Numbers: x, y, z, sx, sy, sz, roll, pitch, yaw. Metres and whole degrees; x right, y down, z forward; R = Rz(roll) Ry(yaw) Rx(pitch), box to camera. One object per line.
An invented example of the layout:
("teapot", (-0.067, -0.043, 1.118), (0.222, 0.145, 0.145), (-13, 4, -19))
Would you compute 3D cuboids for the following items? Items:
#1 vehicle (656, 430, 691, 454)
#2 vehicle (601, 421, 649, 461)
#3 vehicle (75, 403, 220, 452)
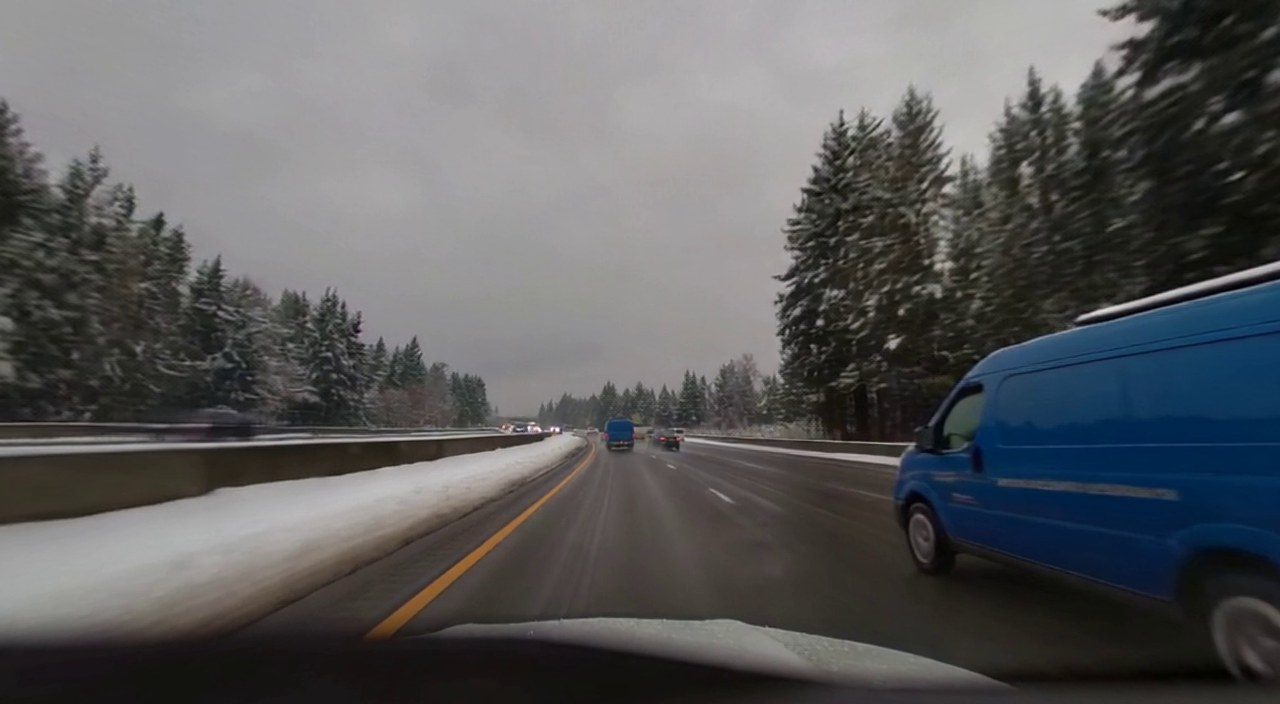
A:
("vehicle", (2.285, 6.251, 44.040), (1.996, 1.589, 3.715), (1, -8, -4))
("vehicle", (-0.856, 4.770, 33.953), (2.403, 1.994, 4.683), (0, -8, -2))
("vehicle", (-16.246, 2.551, 21.068), (1.916, 1.465, 3.624), (0, -8, -1))
